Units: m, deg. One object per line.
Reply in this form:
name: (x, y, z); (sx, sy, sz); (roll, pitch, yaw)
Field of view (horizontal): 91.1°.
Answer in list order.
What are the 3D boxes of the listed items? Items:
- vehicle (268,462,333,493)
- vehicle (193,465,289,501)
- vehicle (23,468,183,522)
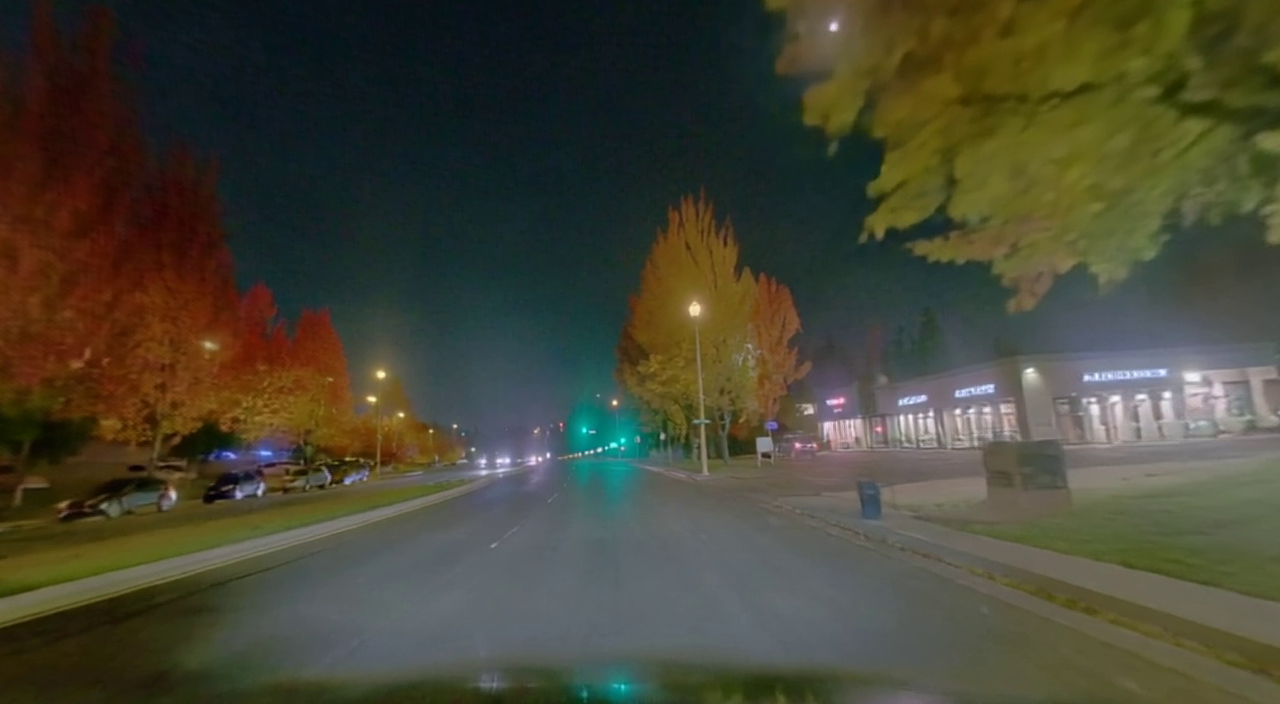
vehicle: (-20.016, 7.369, 37.175); (1.896, 1.495, 4.108); (-4, -9, -6)
vehicle: (-19.444, 6.388, 30.865); (1.887, 1.490, 4.432); (0, -9, -2)
vehicle: (-18.769, 4.970, 22.284); (1.956, 1.550, 4.375); (0, -9, -3)
